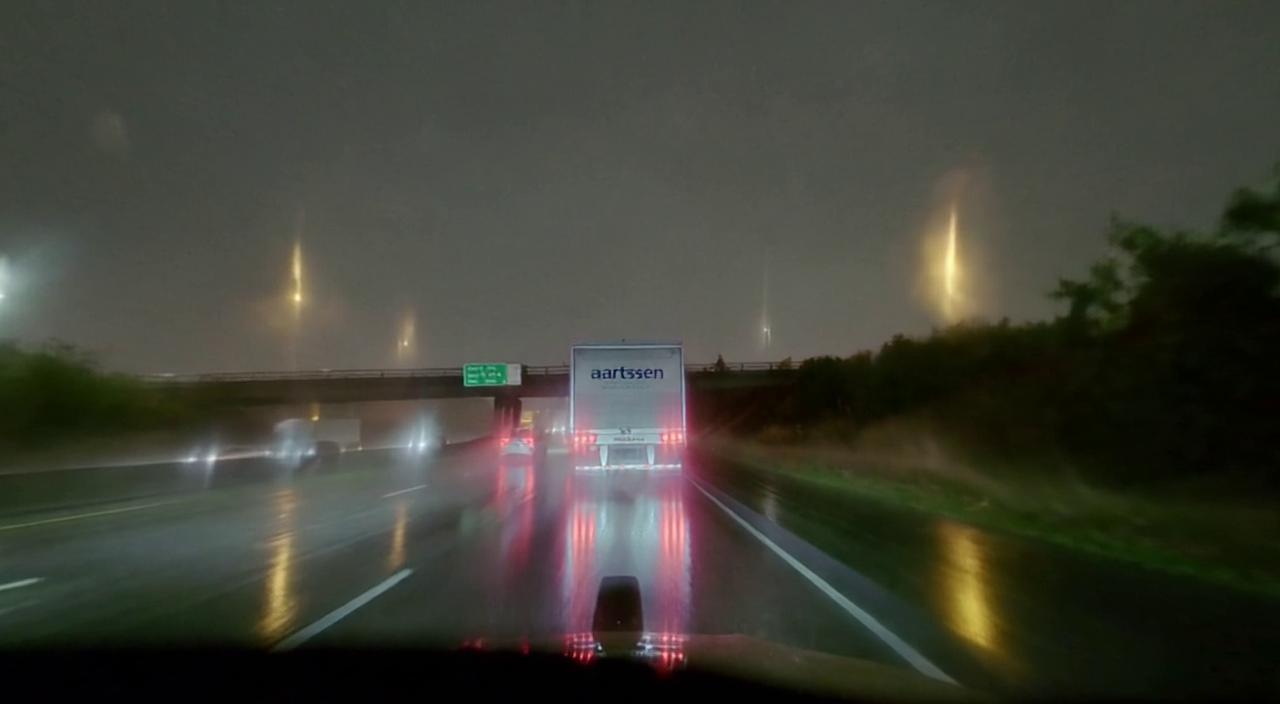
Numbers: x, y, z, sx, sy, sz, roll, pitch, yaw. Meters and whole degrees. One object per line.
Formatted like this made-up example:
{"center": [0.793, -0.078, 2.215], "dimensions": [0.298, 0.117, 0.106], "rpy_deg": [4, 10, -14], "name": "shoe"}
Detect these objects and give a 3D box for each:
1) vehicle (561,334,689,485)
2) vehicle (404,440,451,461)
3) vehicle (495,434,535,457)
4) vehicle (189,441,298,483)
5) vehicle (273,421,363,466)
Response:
{"center": [-0.415, 2.255, 22.493], "dimensions": [3.442, 4.106, 10.719], "rpy_deg": [0, -8, 0], "name": "vehicle"}
{"center": [-15.945, 7.400, 47.408], "dimensions": [1.924, 1.498, 4.565], "rpy_deg": [0, -8, 1], "name": "vehicle"}
{"center": [-8.575, 6.461, 43.567], "dimensions": [1.940, 1.488, 3.976], "rpy_deg": [0, -8, 0], "name": "vehicle"}
{"center": [-16.386, 4.513, 26.253], "dimensions": [1.911, 1.562, 4.014], "rpy_deg": [0, -8, 0], "name": "vehicle"}
{"center": [-20.016, 5.713, 39.472], "dimensions": [2.263, 2.534, 6.175], "rpy_deg": [0, -8, 1], "name": "vehicle"}
